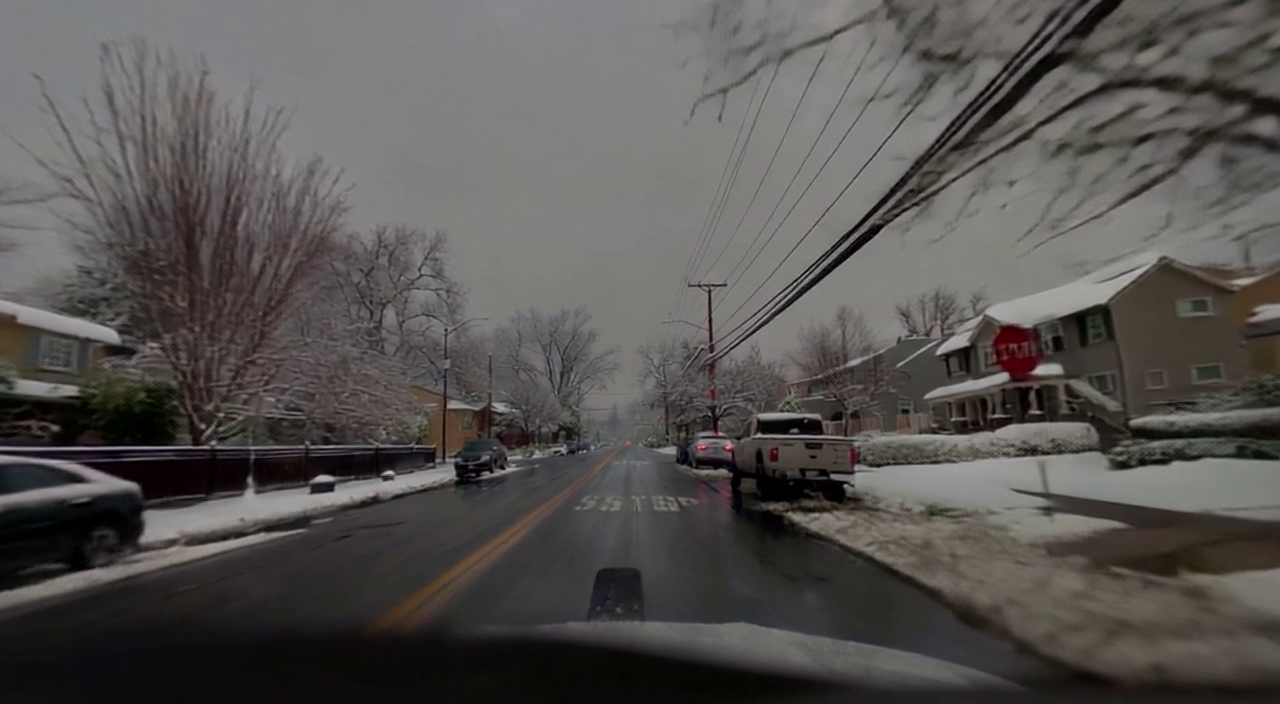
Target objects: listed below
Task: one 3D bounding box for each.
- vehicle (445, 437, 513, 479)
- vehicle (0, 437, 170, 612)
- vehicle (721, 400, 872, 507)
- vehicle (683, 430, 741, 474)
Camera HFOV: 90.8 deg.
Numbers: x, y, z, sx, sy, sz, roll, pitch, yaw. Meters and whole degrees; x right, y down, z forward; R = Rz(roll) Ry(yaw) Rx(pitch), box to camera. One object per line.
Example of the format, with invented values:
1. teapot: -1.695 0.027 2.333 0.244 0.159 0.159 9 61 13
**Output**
1. vehicle: -7.394 4.968 29.386 1.980 1.664 4.342 -5 -11 -1
2. vehicle: -6.726 1.567 5.256 2.086 1.516 4.568 -6 -10 1
3. vehicle: 3.407 2.391 15.201 2.111 2.054 5.748 0 -8 0
4. vehicle: 3.084 4.388 27.856 1.993 1.778 4.311 0 -8 0
